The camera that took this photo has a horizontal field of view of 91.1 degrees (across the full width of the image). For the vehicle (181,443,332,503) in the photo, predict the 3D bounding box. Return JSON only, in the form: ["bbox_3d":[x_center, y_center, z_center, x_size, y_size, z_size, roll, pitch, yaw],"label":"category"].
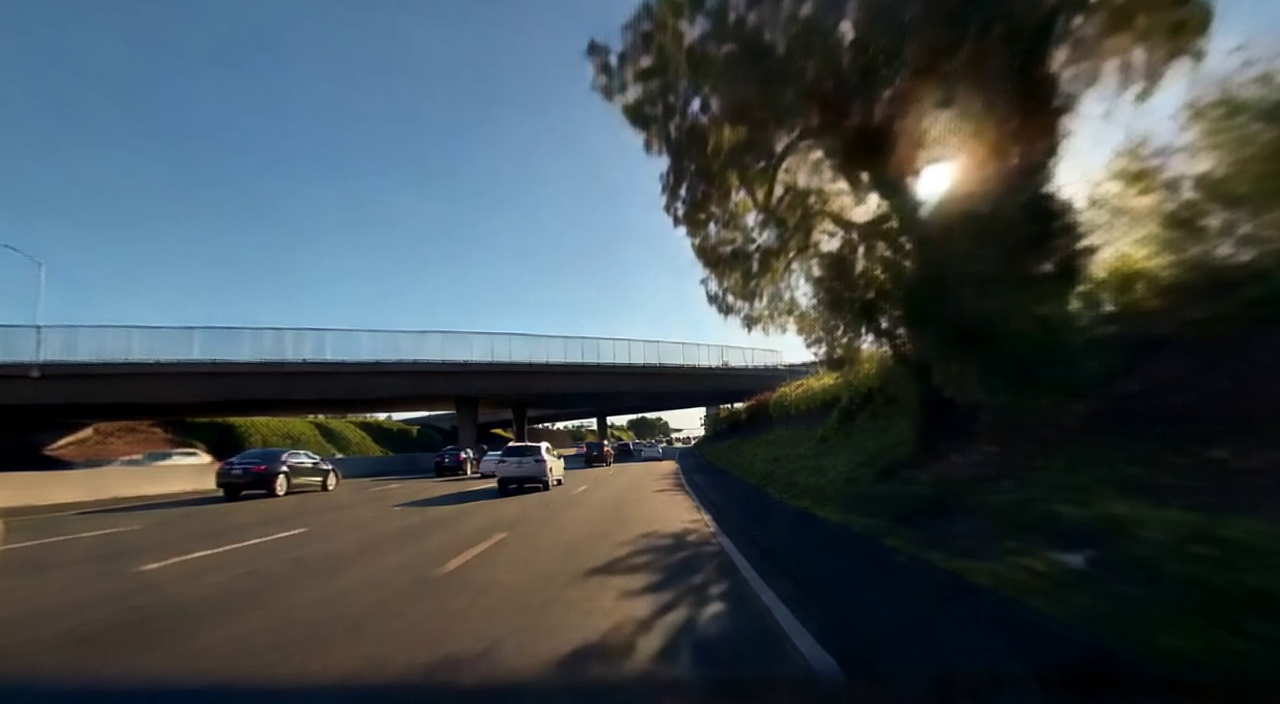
[{"bbox_3d":[-11.868,3.720,19.852,1.954,1.640,4.339,0,-8,1],"label":"vehicle"}]

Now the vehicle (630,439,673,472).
[{"bbox_3d":[0.635,5.560,34.060,2.160,1.678,4.178,0,-8,2],"label":"vehicle"}]

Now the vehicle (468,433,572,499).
[{"bbox_3d":[-3.431,3.363,19.001,2.161,1.759,4.482,0,-8,1],"label":"vehicle"}]

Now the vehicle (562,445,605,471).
[{"bbox_3d":[-3.377,6.416,38.311,1.997,1.490,4.471,0,-8,2],"label":"vehicle"}]

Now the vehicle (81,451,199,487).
[{"bbox_3d":[-28.209,6.586,35.707,2.250,1.781,5.205,0,-8,2],"label":"vehicle"}]
